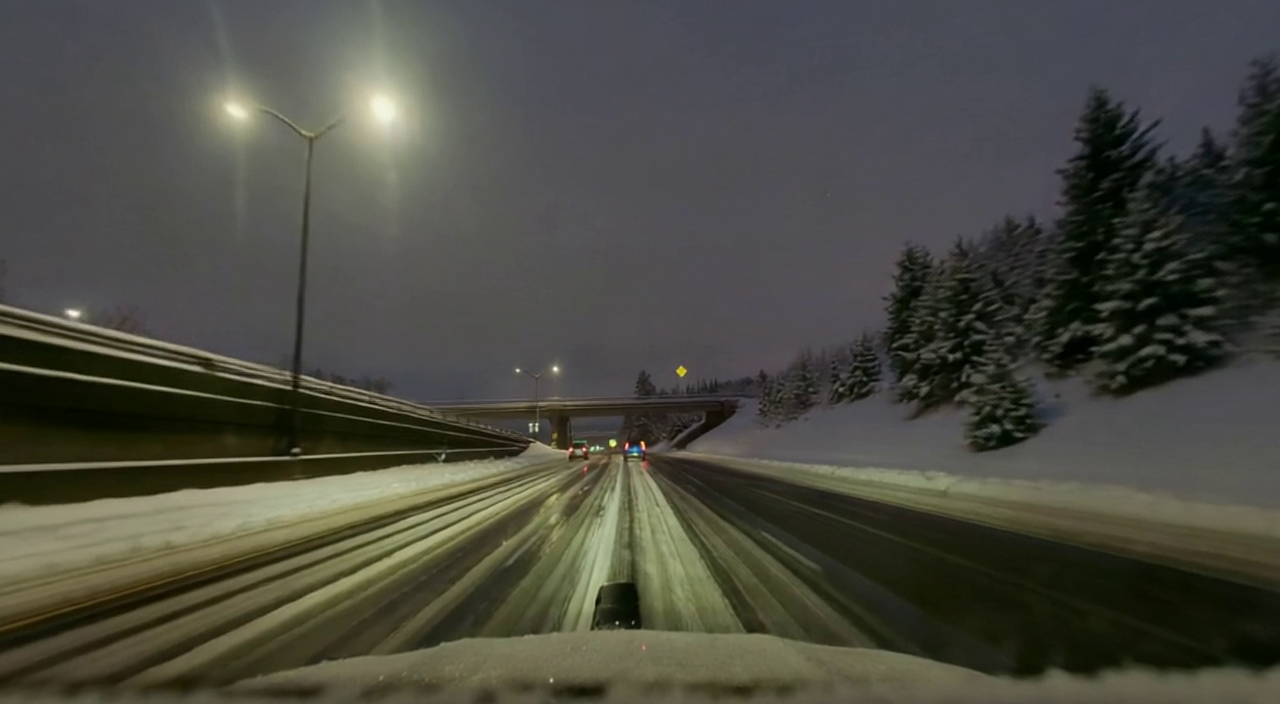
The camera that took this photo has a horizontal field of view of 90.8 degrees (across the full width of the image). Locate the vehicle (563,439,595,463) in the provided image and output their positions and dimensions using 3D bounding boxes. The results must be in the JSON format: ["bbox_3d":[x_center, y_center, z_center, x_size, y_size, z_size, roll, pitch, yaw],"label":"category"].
[{"bbox_3d":[-4.433,7.253,46.335,2.000,1.646,4.201,0,-8,-1],"label":"vehicle"}]

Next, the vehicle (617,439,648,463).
[{"bbox_3d":[-0.578,7.114,45.548,2.132,1.657,3.967,0,-8,-1],"label":"vehicle"}]
